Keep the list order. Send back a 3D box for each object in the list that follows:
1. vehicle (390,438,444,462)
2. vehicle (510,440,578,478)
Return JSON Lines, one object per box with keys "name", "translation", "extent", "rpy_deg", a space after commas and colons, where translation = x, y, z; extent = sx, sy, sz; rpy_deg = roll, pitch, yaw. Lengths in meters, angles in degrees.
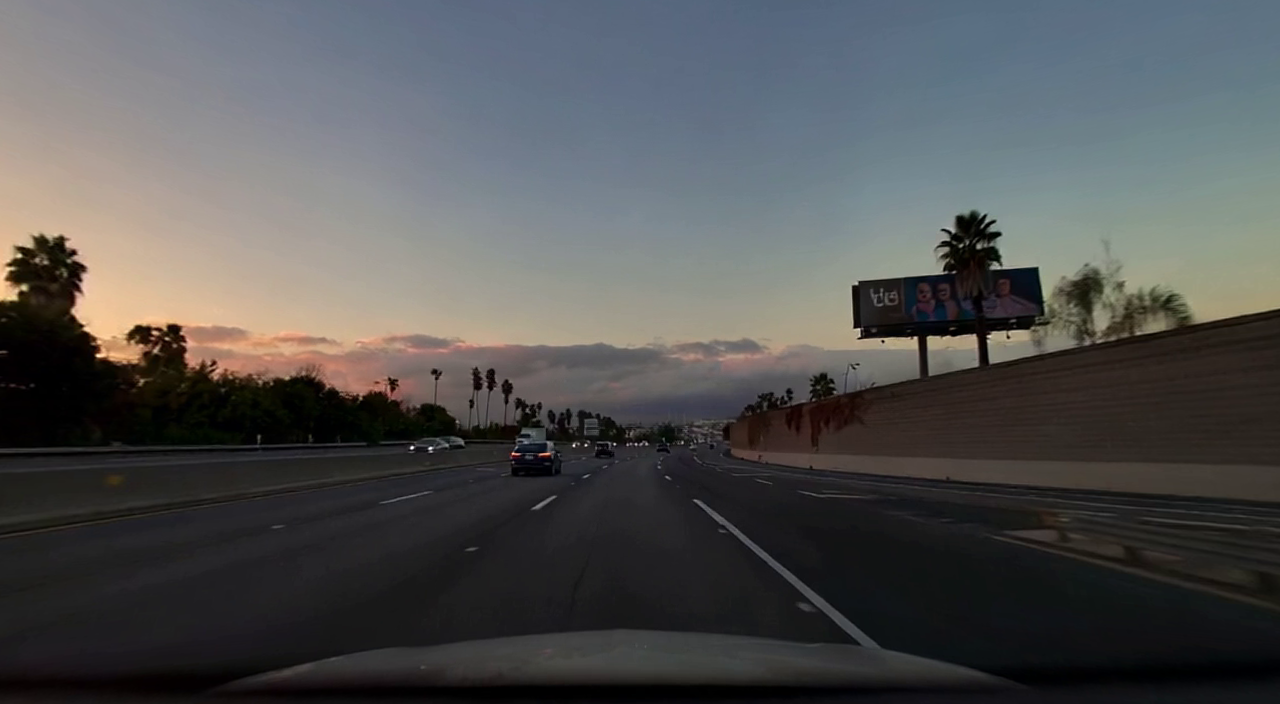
{"name": "vehicle", "translation": [-14.670, 6.492, 41.826], "extent": [1.853, 1.509, 4.397], "rpy_deg": [0, -8, 2]}
{"name": "vehicle", "translation": [-3.993, 4.555, 27.108], "extent": [2.078, 1.457, 4.648], "rpy_deg": [0, -8, 2]}
